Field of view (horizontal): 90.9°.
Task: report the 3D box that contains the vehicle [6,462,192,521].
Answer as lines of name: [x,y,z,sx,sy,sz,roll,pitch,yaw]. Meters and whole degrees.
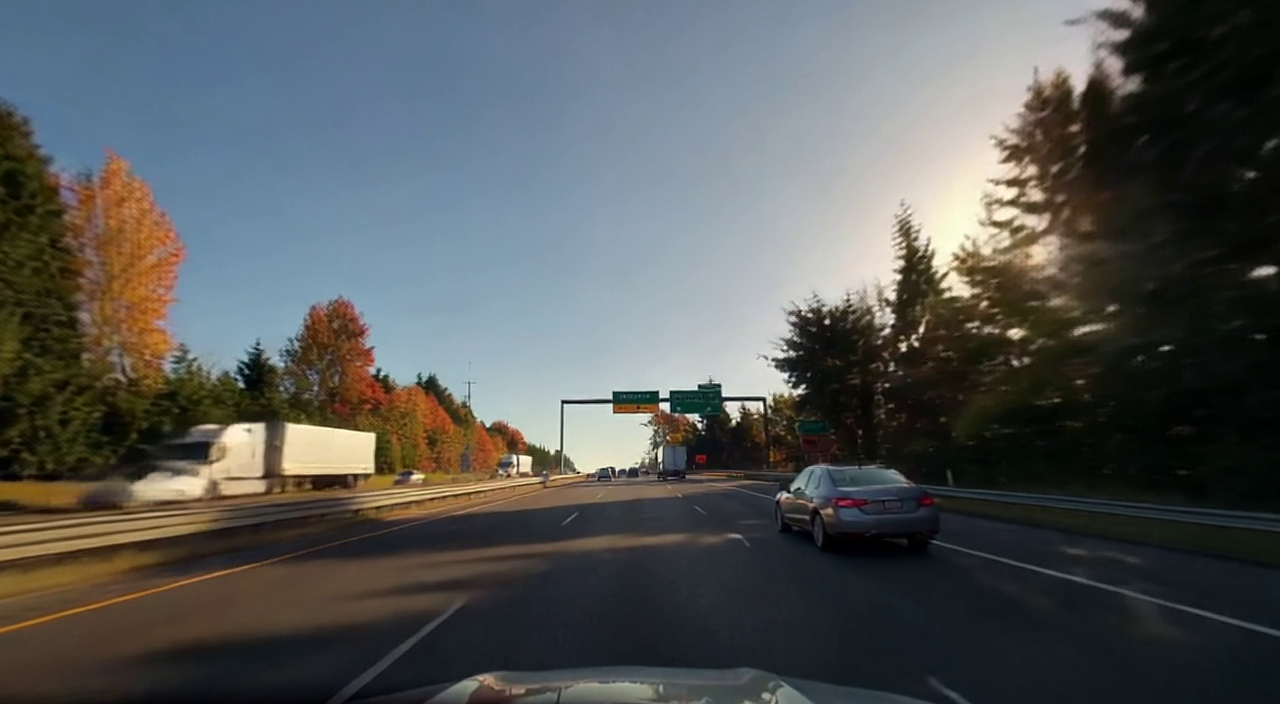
vehicle: [-15.640,4.029,18.560,1.736,1.475,4.118,0,-10,1]

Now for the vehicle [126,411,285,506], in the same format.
vehicle: [-20.205,5.081,29.888,2.936,3.988,5.945,0,-11,0]

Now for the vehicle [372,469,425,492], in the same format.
vehicle: [-16.021,8.536,42.039,1.780,1.452,4.497,1,-10,0]

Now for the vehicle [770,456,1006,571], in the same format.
vehicle: [3.746,2.559,10.634,2.051,1.472,4.547,1,-10,-1]
